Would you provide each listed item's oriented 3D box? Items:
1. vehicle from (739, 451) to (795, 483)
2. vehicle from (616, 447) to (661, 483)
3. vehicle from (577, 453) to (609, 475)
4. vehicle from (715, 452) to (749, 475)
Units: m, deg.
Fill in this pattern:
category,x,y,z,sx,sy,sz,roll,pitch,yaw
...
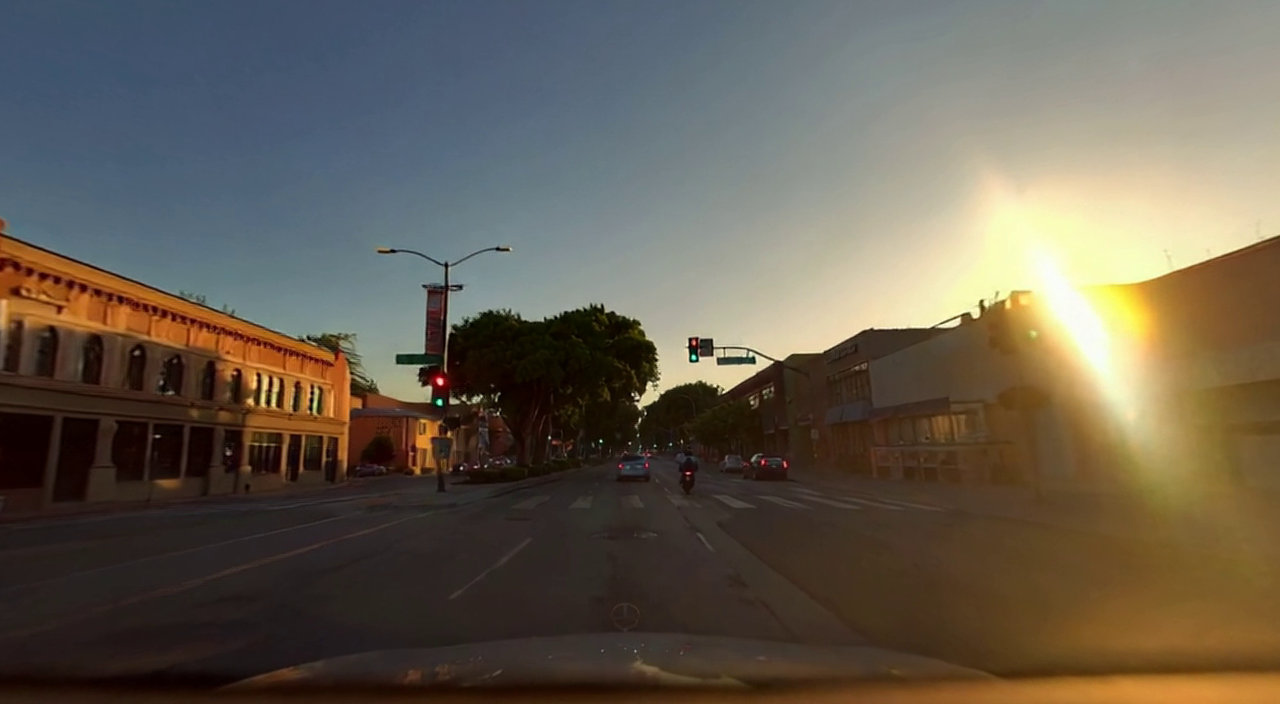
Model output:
category,x,y,z,sx,sy,sz,roll,pitch,yaw
vehicle,6.756,6.143,34.016,2.069,1.590,4.066,0,-8,-1
vehicle,-0.116,5.913,33.410,2.223,1.775,4.250,0,-8,-2
vehicle,-3.412,8.275,46.701,2.014,1.470,4.552,0,-8,-1
vehicle,6.837,8.298,47.335,1.785,1.586,3.896,0,-8,-2
